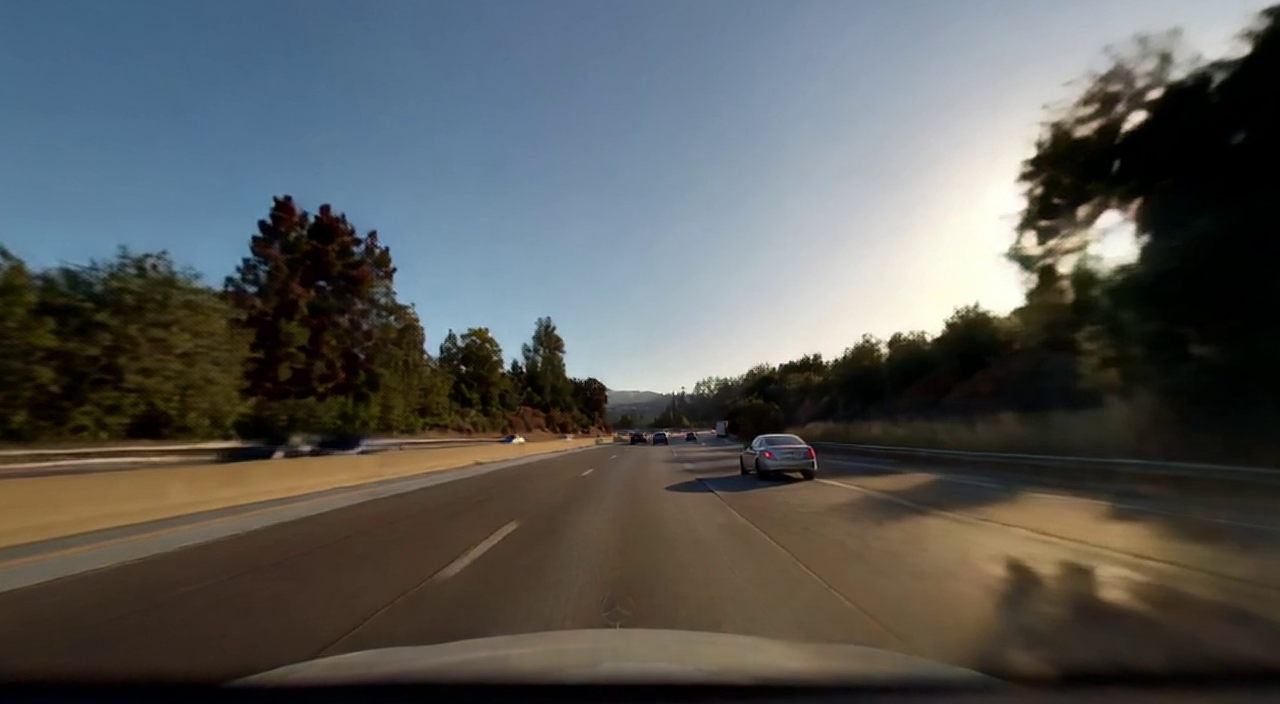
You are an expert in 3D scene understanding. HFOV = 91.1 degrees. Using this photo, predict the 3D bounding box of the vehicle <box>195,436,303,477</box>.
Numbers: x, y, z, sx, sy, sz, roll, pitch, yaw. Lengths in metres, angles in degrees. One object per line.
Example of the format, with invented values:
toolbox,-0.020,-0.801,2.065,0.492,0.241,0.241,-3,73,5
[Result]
vehicle,-15.619,4.156,25.394,1.824,1.478,3.873,0,-8,1

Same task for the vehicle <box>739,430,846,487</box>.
vehicle,4.305,3.065,18.501,1.982,1.452,4.294,0,-8,-1

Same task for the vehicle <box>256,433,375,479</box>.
vehicle,-12.213,3.912,24.077,2.044,1.555,4.799,0,-8,-1
